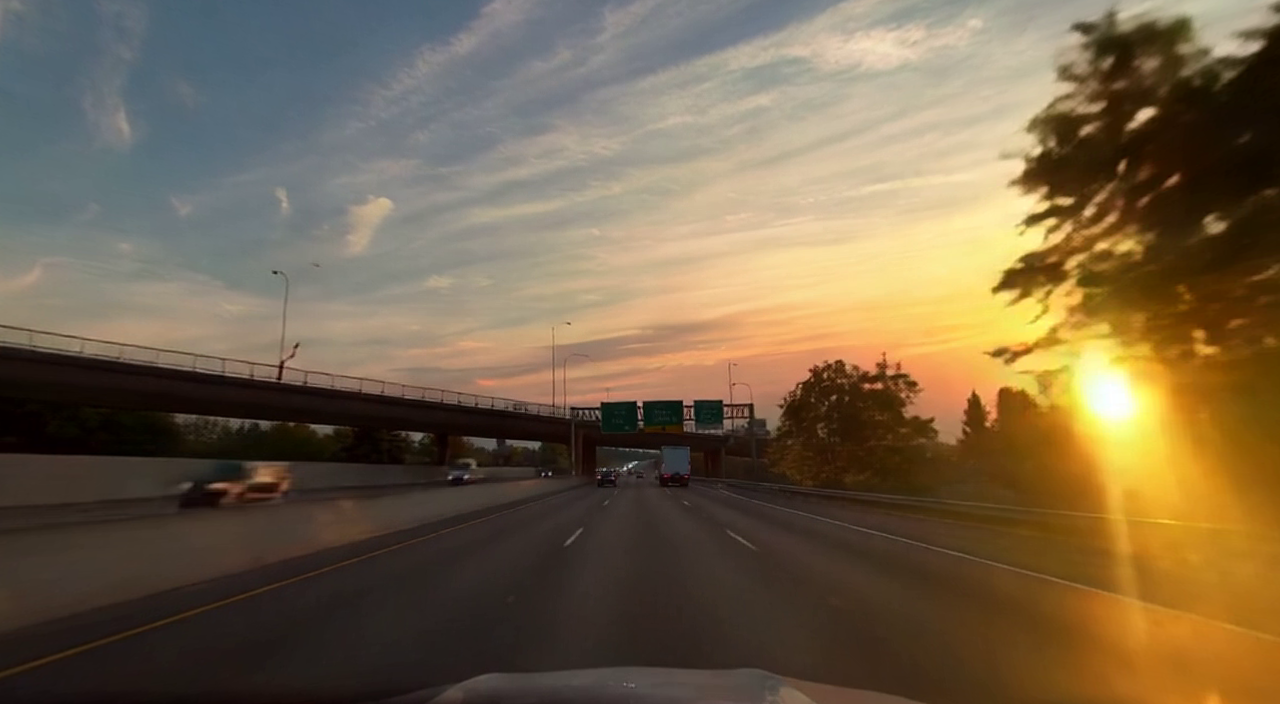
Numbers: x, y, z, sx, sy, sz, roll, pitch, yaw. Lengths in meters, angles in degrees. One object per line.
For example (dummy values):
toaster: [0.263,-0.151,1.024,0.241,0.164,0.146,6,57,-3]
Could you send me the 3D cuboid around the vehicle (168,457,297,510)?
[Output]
vehicle: [-16.895,5.462,26.509,2.129,1.947,4.811,1,-10,0]
